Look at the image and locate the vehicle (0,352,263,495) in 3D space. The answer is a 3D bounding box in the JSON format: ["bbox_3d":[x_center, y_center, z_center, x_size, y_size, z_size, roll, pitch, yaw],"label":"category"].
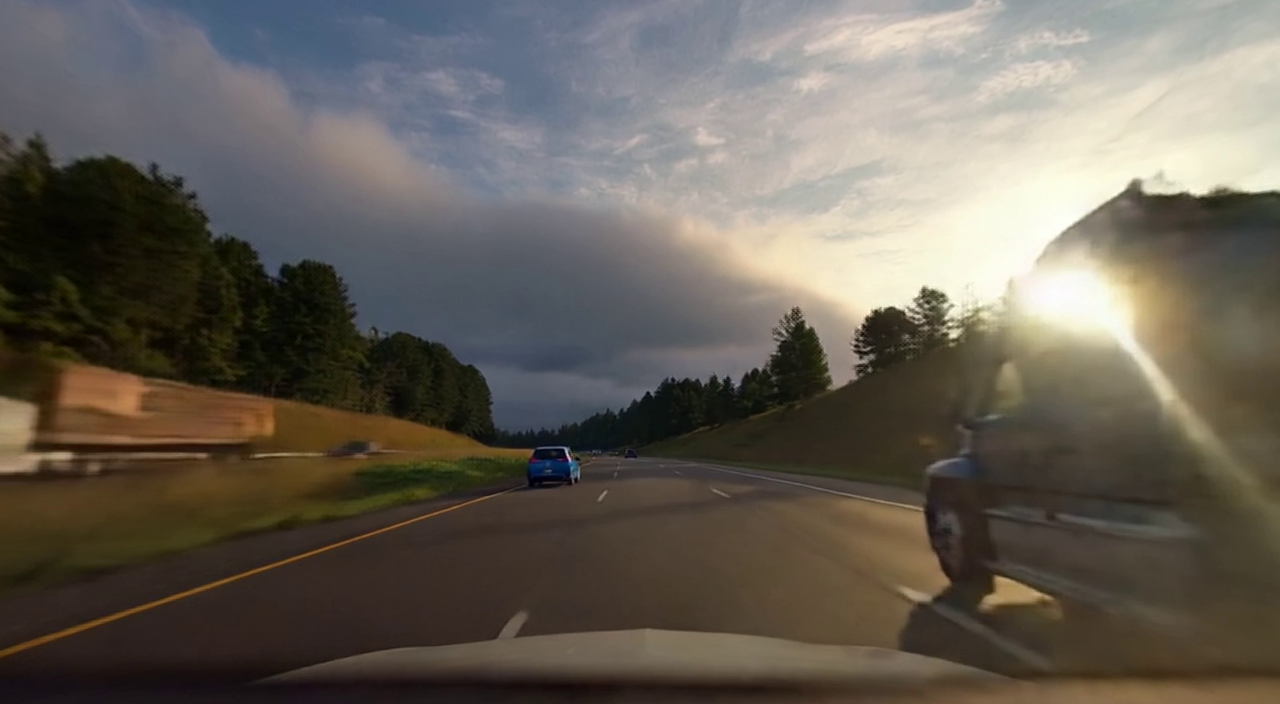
[{"bbox_3d":[-18.838,2.778,22.510,3.273,3.792,12.173,0,-9,0],"label":"vehicle"}]

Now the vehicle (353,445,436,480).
[{"bbox_3d":[-11.441,5.185,29.742,2.015,1.475,4.691,0,-9,0],"label":"vehicle"}]

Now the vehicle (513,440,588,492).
[{"bbox_3d":[-3.122,4.110,23.001,2.115,1.670,4.261,0,-9,0],"label":"vehicle"}]

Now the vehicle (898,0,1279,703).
[{"bbox_3d":[4.594,0.015,4.318,3.025,3.905,5.860,0,-9,0],"label":"vehicle"}]

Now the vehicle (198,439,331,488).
[{"bbox_3d":[-14.508,4.347,24.847,1.871,1.662,5.423,0,-9,0],"label":"vehicle"}]
